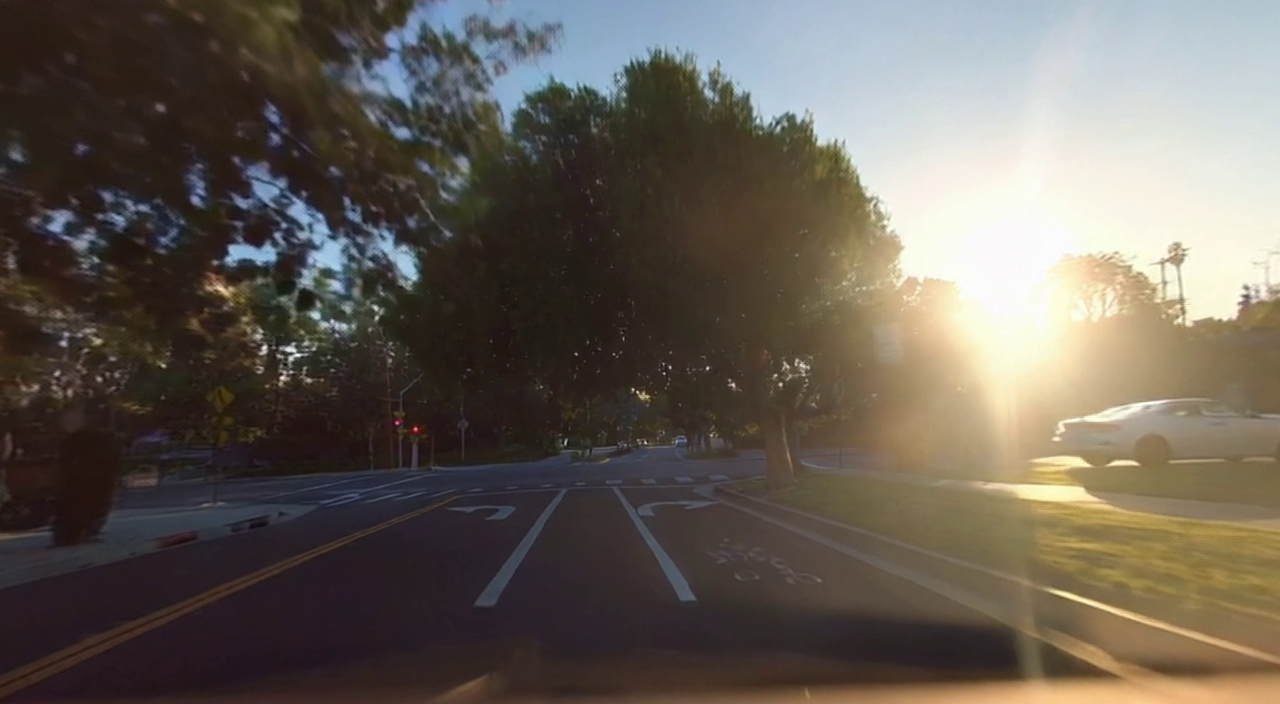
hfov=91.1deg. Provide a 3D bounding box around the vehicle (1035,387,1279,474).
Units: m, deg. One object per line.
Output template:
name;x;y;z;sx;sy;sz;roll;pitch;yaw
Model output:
vehicle;12.410;1.912;14.930;4.562;1.850;2.130;1;-9;-3
